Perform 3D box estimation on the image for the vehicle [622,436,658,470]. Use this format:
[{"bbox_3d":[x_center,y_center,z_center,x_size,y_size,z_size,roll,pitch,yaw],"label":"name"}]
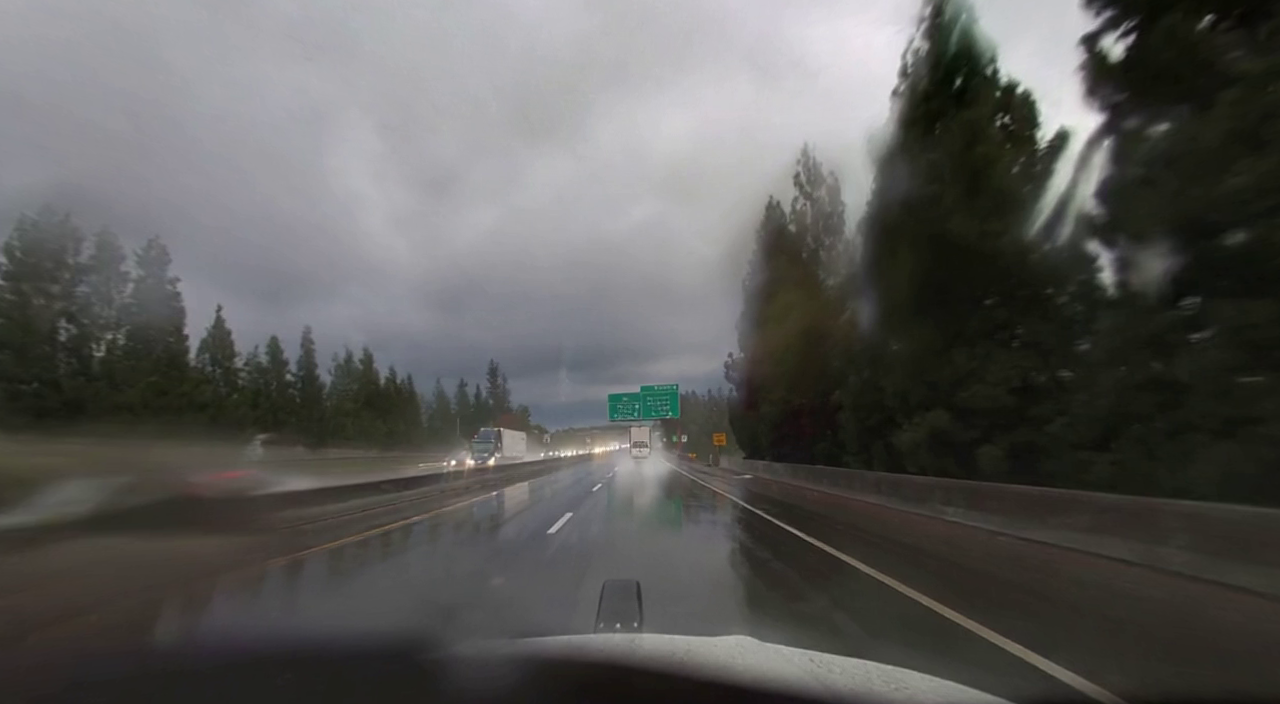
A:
[{"bbox_3d":[-0.008,6.753,42.070,2.268,2.122,4.595,-1,-9,1],"label":"vehicle"}]
